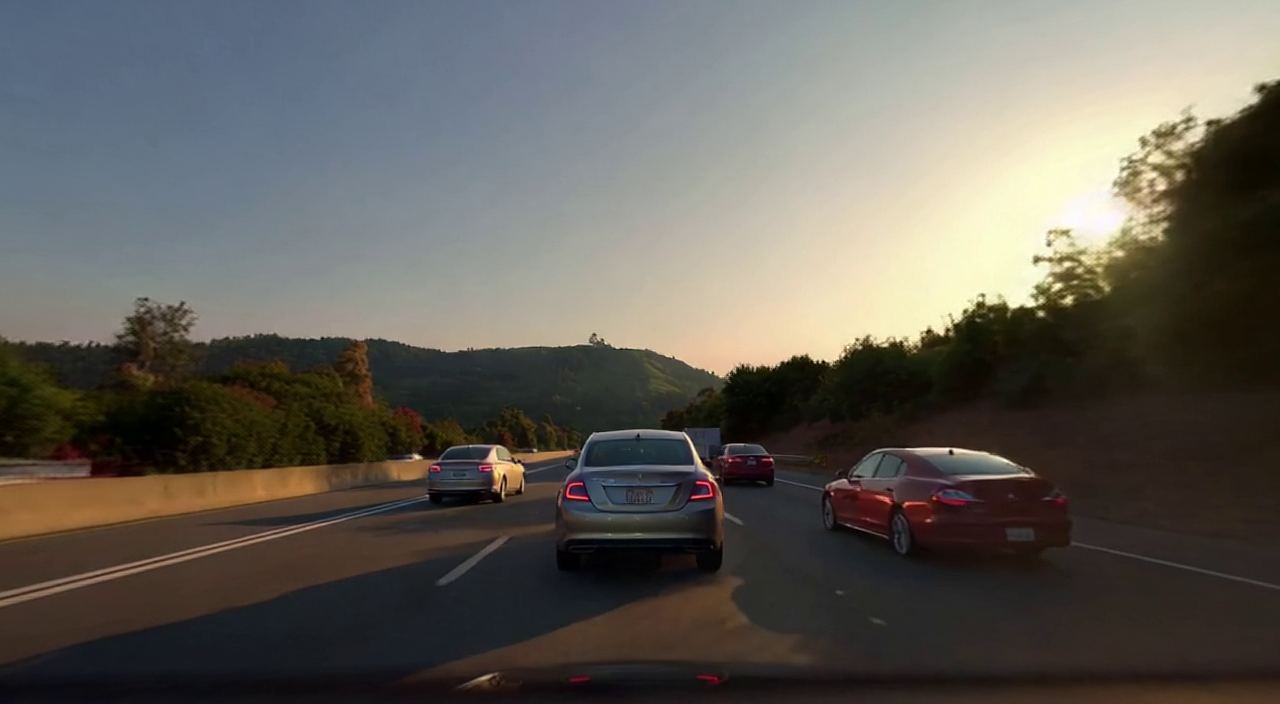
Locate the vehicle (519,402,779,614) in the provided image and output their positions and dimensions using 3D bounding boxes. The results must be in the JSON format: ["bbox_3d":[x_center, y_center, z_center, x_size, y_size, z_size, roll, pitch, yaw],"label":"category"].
[{"bbox_3d":[0.018,1.550,7.061,2.093,1.695,3.782,0,-9,-2],"label":"vehicle"}]

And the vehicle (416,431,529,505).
[{"bbox_3d":[-4.251,3.015,16.670,1.890,1.708,3.844,0,-9,0],"label":"vehicle"}]

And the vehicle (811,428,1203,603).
[{"bbox_3d":[3.682,1.715,7.565,1.953,1.434,4.511,0,-9,-1],"label":"vehicle"}]
